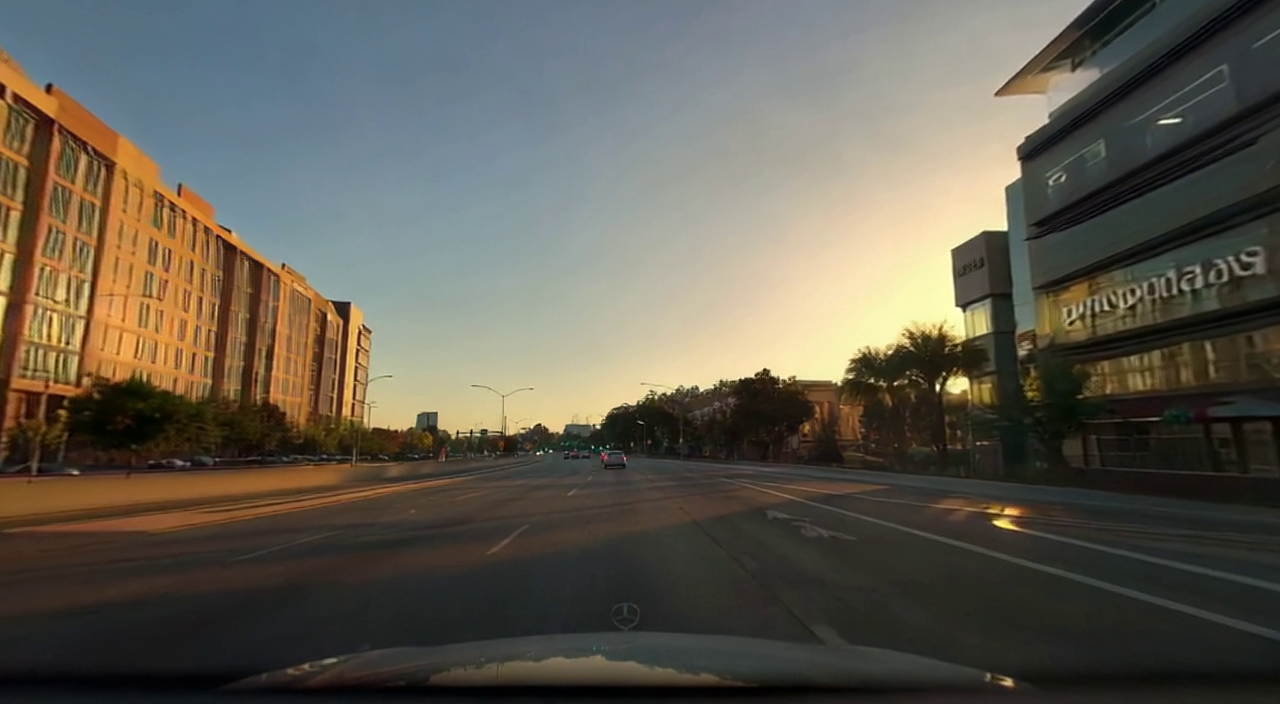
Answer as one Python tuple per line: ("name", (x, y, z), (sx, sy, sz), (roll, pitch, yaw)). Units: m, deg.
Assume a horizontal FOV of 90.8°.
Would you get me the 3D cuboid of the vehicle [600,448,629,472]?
("vehicle", (-1.946, 8.072, 47.378), (2.038, 1.682, 3.844), (0, -8, -4))
